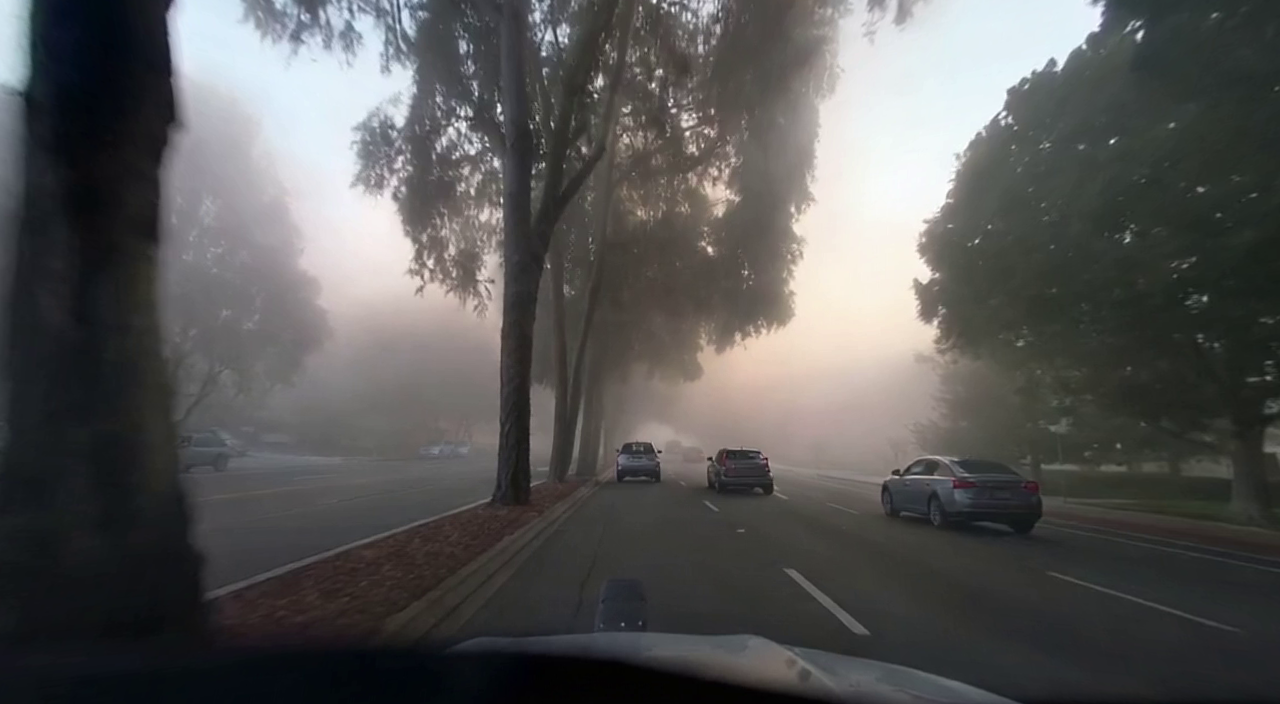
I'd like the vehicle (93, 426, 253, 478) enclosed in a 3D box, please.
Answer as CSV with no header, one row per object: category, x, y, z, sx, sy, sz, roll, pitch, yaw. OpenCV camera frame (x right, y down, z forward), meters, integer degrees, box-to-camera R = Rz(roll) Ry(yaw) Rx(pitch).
vehicle,-18.652,4.050,25.569,2.094,1.863,5.694,0,-9,0

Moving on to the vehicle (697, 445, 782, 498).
vehicle,3.027,3.721,19.992,1.932,1.510,4.168,0,-9,-1

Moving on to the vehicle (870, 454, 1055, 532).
vehicle,7.123,3.120,14.479,1.944,1.458,4.268,0,-9,-1

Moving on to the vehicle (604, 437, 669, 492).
vehicle,-0.096,3.784,21.446,2.008,1.674,4.239,0,-9,0

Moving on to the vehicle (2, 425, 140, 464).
vehicle,-28.657,4.708,31.918,2.021,1.774,5.261,0,-9,0
